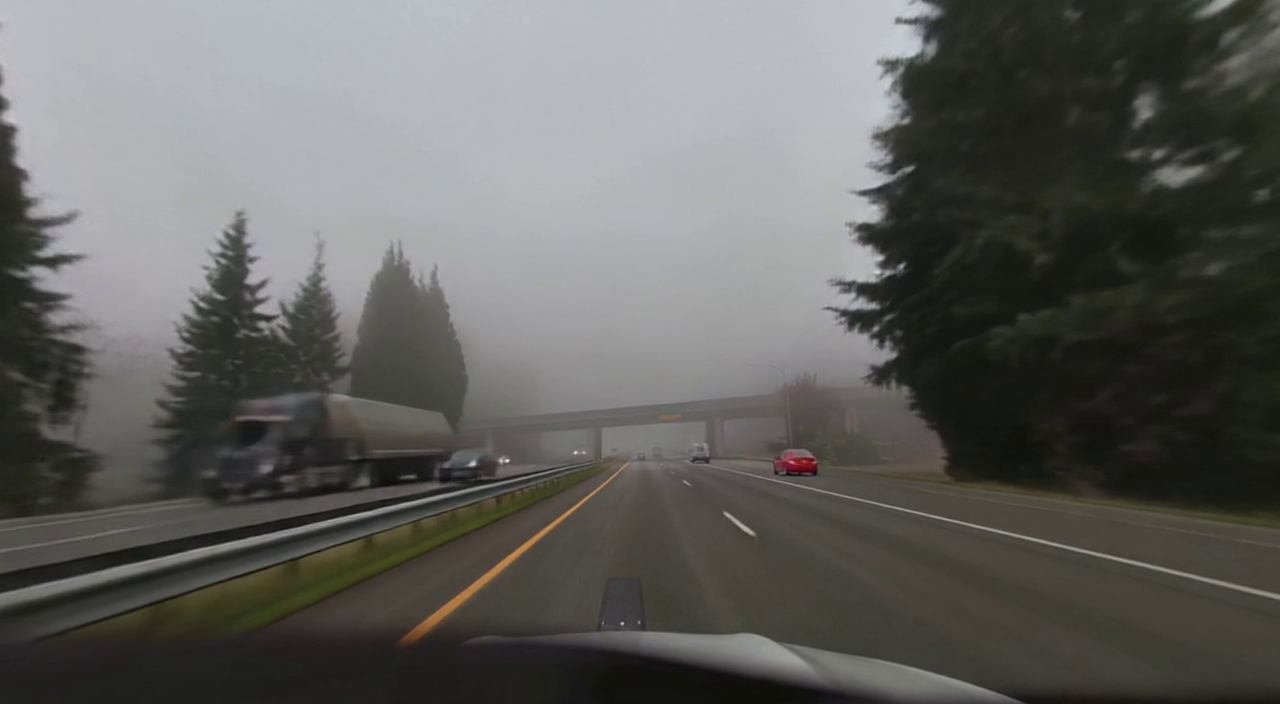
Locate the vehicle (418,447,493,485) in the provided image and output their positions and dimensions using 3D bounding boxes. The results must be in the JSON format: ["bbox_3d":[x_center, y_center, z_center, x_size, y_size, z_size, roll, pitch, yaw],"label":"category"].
[{"bbox_3d":[-8.673,5.404,30.177,2.123,1.631,4.828,0,-9,0],"label":"vehicle"}]

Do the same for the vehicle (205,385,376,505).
[{"bbox_3d":[-12.926,3.561,24.042,2.986,3.986,5.798,0,-9,0],"label":"vehicle"}]

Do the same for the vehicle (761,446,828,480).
[{"bbox_3d":[7.084,5.142,29.355,1.987,1.473,4.244,0,-9,0],"label":"vehicle"}]
